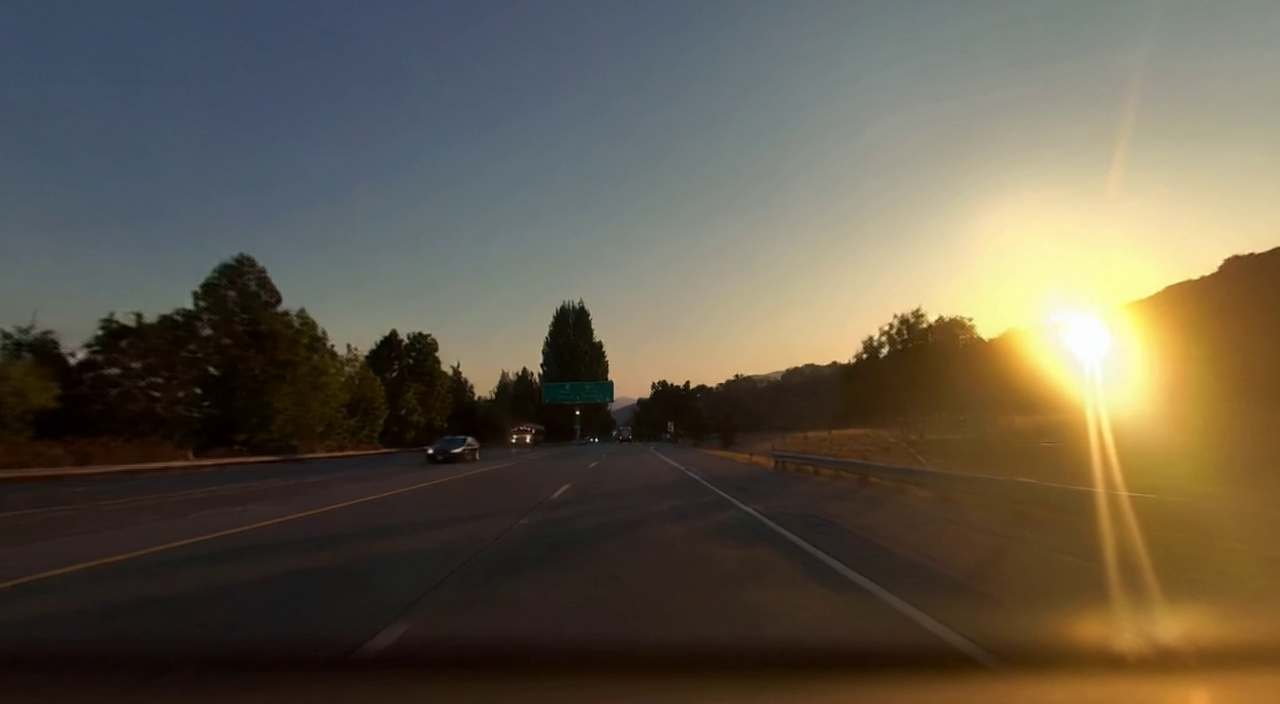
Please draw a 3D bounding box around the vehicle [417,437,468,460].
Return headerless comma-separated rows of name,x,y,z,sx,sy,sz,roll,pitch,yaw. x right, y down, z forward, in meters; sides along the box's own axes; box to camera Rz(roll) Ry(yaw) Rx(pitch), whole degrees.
vehicle,-13.504,6.604,43.327,2.102,1.449,4.500,0,-8,-1
